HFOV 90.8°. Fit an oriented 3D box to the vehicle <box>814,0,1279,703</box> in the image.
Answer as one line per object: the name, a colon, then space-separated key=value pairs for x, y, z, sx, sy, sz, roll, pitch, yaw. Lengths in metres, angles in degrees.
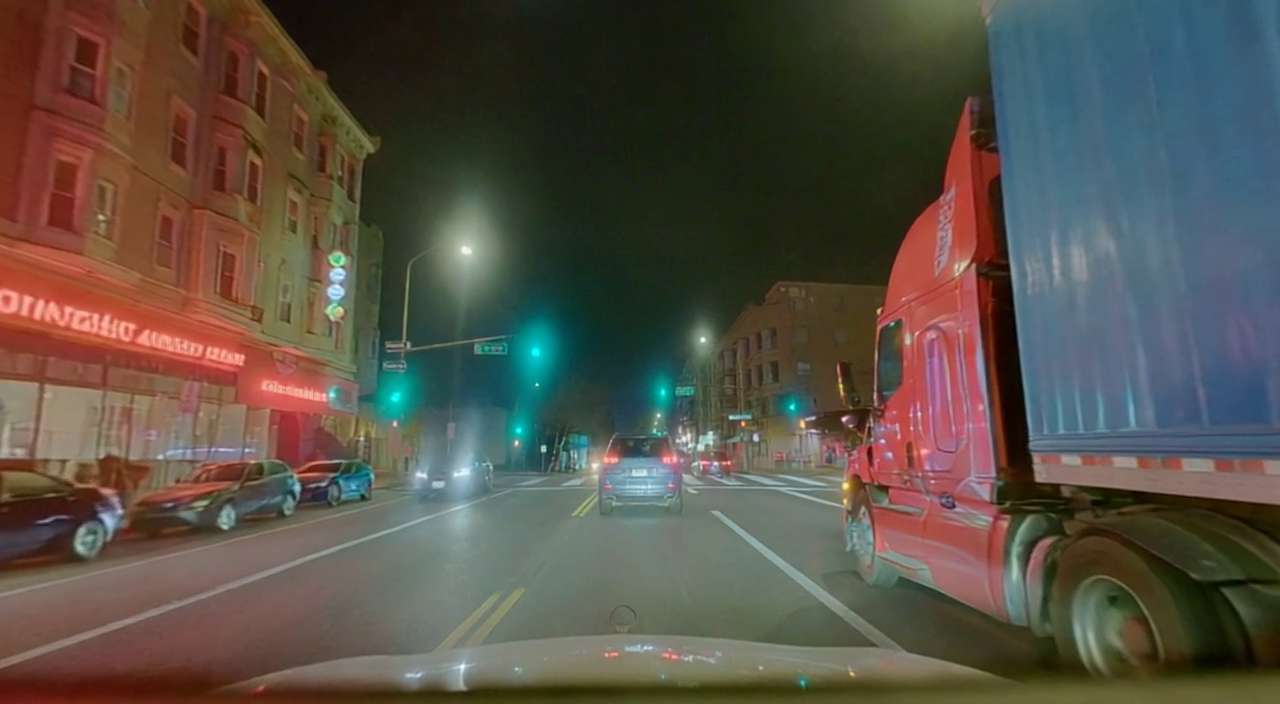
vehicle: x=3.298 y=-0.217 z=1.410 sx=2.913 sy=3.771 sz=9.716 roll=0 pitch=-8 yaw=-1

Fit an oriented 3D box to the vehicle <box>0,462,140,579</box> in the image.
vehicle: x=-8.817 y=2.122 z=7.841 sx=1.805 sy=1.379 sz=4.359 roll=0 pitch=-8 yaw=-3

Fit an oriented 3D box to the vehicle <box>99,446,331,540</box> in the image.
vehicle: x=-8.965 y=2.943 z=13.954 sx=2.084 sy=1.686 sz=4.422 roll=0 pitch=-8 yaw=-1

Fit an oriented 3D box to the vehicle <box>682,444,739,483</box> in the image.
vehicle: x=3.251 y=5.248 z=30.138 sx=2.159 sy=1.696 sz=4.316 roll=0 pitch=-8 yaw=-1

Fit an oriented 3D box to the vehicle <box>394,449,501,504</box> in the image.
vehicle: x=-5.912 y=3.853 z=20.051 sx=1.947 sy=1.462 sz=4.640 roll=0 pitch=-8 yaw=0

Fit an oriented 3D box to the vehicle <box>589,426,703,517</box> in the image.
vehicle: x=0.178 y=2.735 z=14.994 sx=2.283 sy=1.783 sz=4.548 roll=0 pitch=-8 yaw=1

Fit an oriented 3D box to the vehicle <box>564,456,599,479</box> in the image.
vehicle: x=-4.115 y=8.213 z=45.180 sx=2.152 sy=1.459 sz=4.484 roll=0 pitch=-8 yaw=0
